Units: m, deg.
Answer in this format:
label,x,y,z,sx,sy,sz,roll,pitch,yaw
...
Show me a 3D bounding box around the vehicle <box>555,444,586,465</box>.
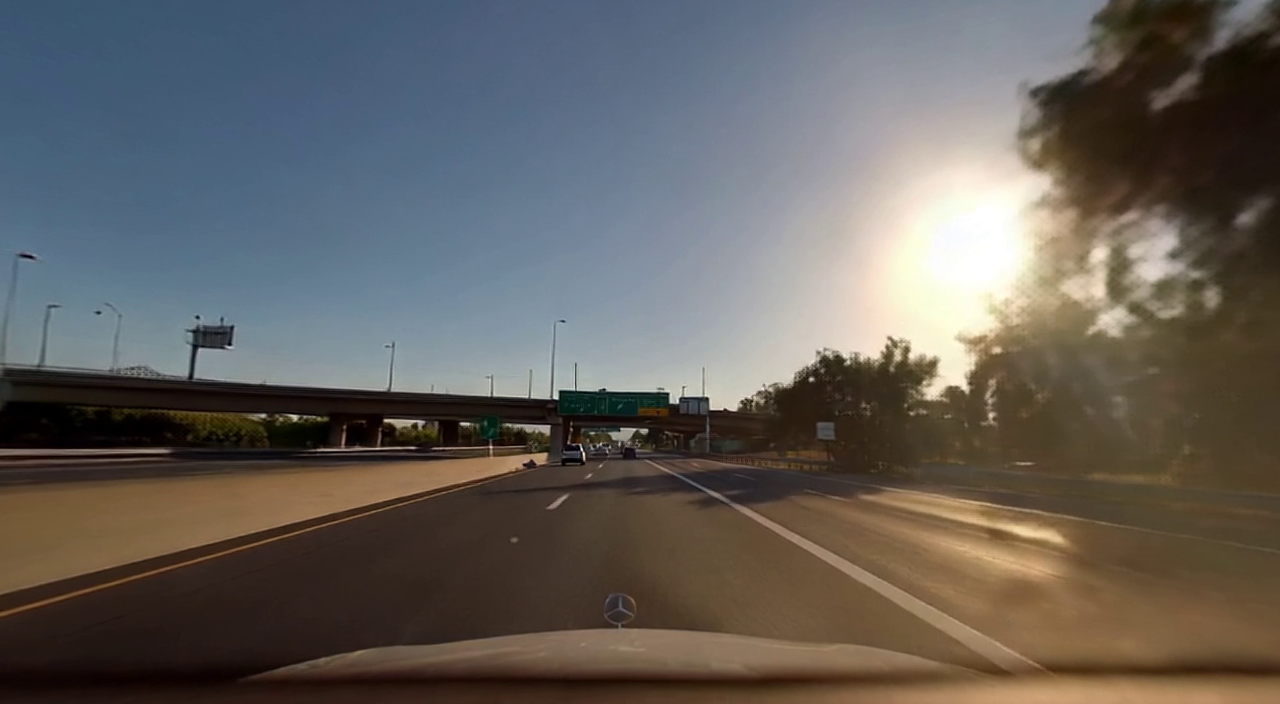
label,x,y,z,sx,sy,sz,roll,pitch,yaw
vehicle,-5.328,7.931,48.426,2.008,1.521,4.129,0,-9,-1
